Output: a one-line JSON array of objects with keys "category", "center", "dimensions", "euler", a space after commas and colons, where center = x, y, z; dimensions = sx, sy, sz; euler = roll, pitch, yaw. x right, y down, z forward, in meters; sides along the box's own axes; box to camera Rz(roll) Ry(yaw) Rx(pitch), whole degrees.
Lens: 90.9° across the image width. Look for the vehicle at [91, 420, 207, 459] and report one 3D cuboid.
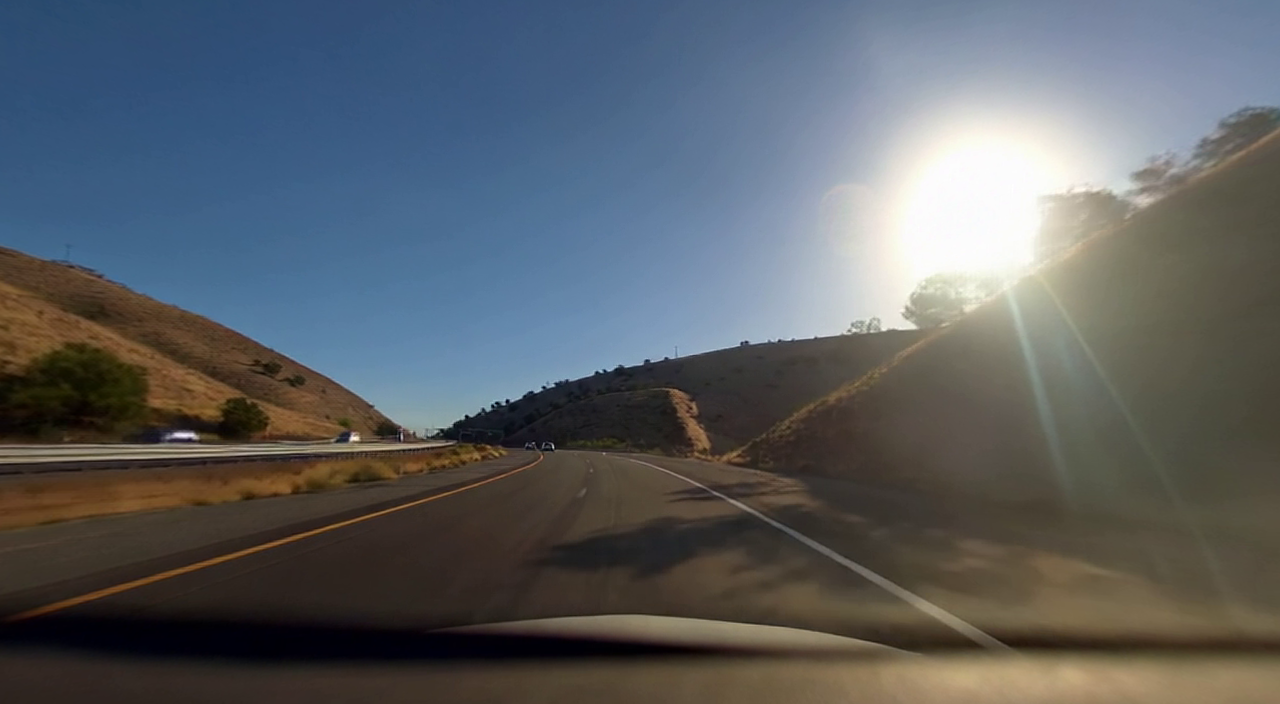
[{"category": "vehicle", "center": [-25.042, 4.540, 32.458], "dimensions": [2.156, 1.823, 5.280], "euler": [1, -9, -7]}]
